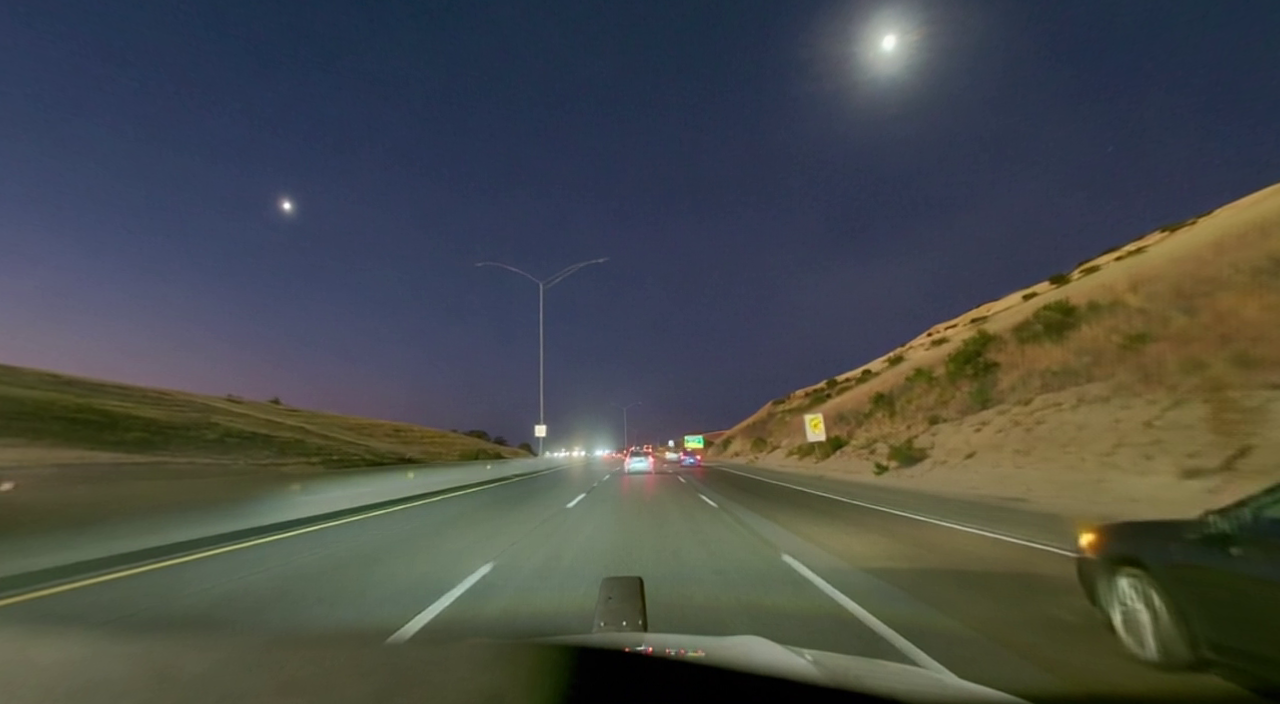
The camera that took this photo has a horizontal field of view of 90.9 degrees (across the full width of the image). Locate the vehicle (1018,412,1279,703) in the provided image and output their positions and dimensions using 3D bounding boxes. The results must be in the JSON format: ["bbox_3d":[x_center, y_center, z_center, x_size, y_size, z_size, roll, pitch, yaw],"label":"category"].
[{"bbox_3d":[3.778,0.960,2.317,2.020,1.500,4.416,0,-9,0],"label":"vehicle"}]

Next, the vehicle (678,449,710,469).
[{"bbox_3d":[3.958,7.909,46.662,1.976,1.352,3.602,0,-9,0],"label":"vehicle"}]

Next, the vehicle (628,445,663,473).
[{"bbox_3d":[0.310,6.441,38.174,1.986,1.576,4.312,0,-9,0],"label":"vehicle"}]

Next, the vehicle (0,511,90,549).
[{"bbox_3d":[-32.258,9.513,33.955,1.678,1.496,3.845,0,-9,1],"label":"vehicle"}]
